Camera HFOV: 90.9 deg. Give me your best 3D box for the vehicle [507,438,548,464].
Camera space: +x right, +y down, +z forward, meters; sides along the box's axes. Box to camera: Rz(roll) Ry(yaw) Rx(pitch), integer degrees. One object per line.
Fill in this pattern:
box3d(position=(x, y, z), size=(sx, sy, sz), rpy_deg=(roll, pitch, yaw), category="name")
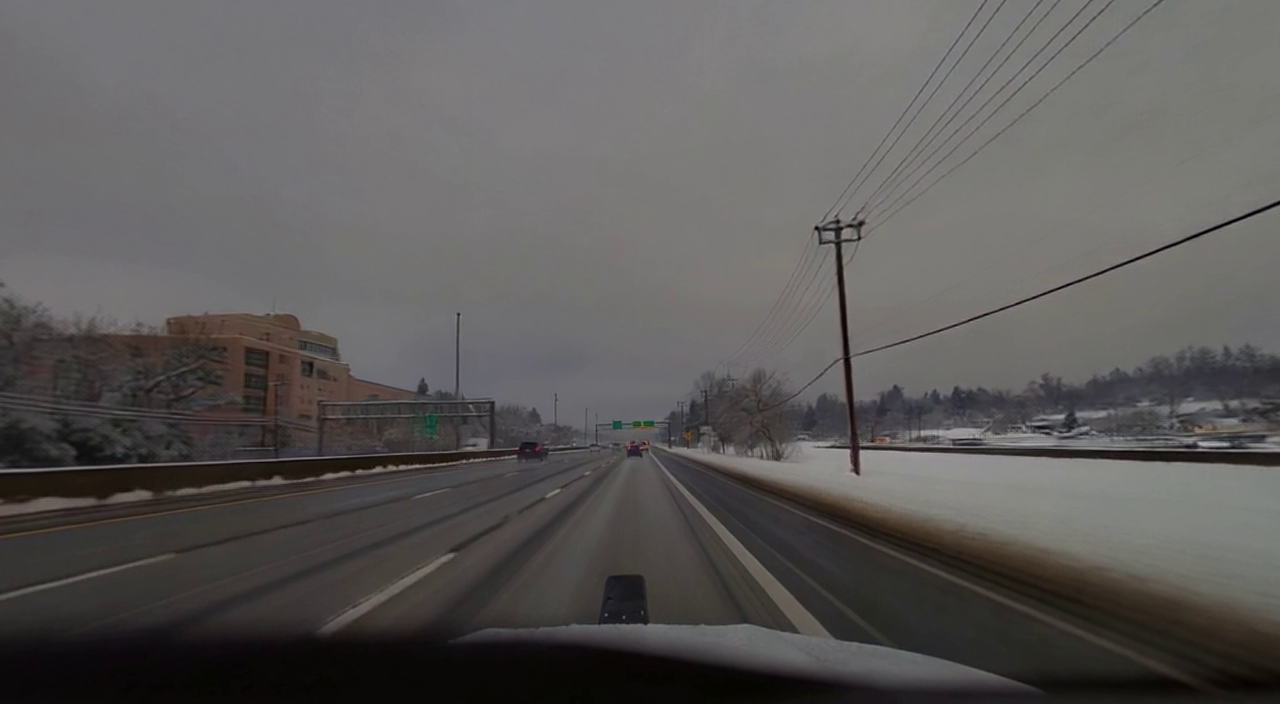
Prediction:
box3d(position=(-7.488, 6.606, 42.194), size=(1.946, 1.590, 4.042), rpy_deg=(0, -8, 1), category="vehicle")
